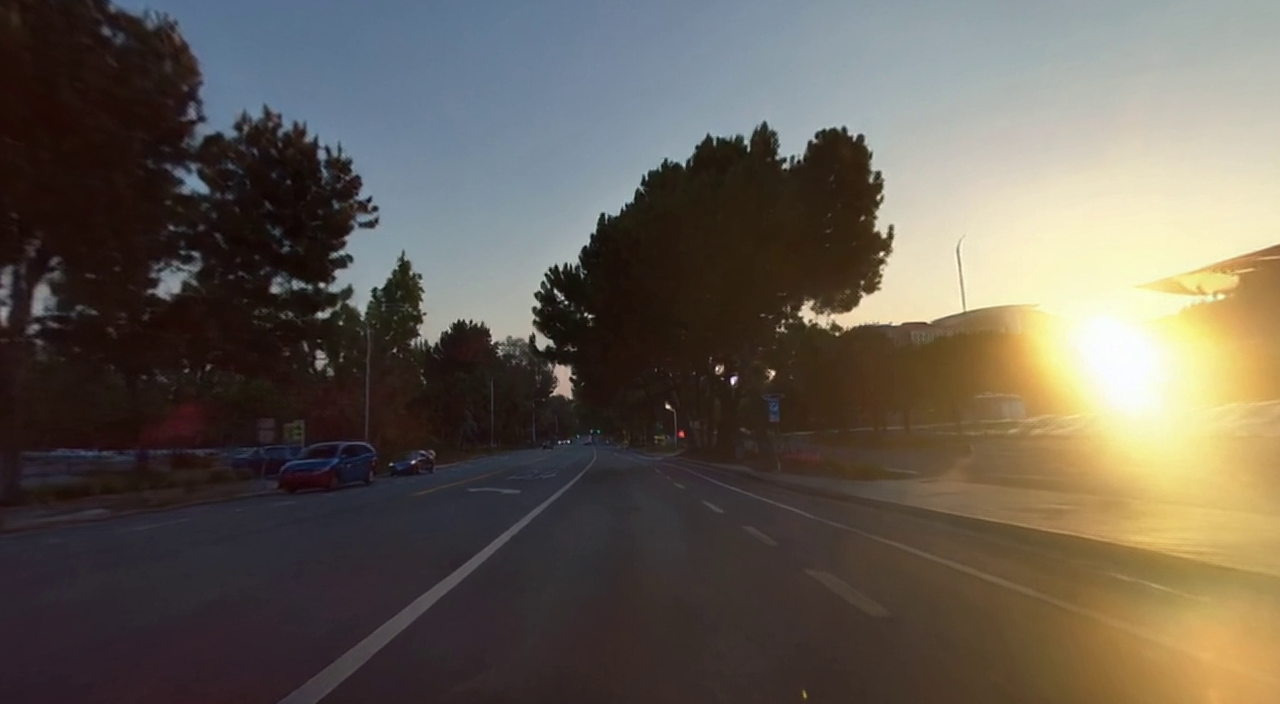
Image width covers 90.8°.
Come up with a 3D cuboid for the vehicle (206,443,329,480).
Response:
[{"bbox_3d":[-19.906,5.840,33.964,5.168,1.886,2.283,0,-8,2],"label":"vehicle"}]

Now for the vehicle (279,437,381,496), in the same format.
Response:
[{"bbox_3d":[-13.519,4.928,27.972,2.314,2.144,5.403,-3,-7,-6],"label":"vehicle"}]

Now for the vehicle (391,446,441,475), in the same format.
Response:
[{"bbox_3d":[-14.760,7.182,41.842,2.090,1.680,4.434,-2,-9,-5],"label":"vehicle"}]
